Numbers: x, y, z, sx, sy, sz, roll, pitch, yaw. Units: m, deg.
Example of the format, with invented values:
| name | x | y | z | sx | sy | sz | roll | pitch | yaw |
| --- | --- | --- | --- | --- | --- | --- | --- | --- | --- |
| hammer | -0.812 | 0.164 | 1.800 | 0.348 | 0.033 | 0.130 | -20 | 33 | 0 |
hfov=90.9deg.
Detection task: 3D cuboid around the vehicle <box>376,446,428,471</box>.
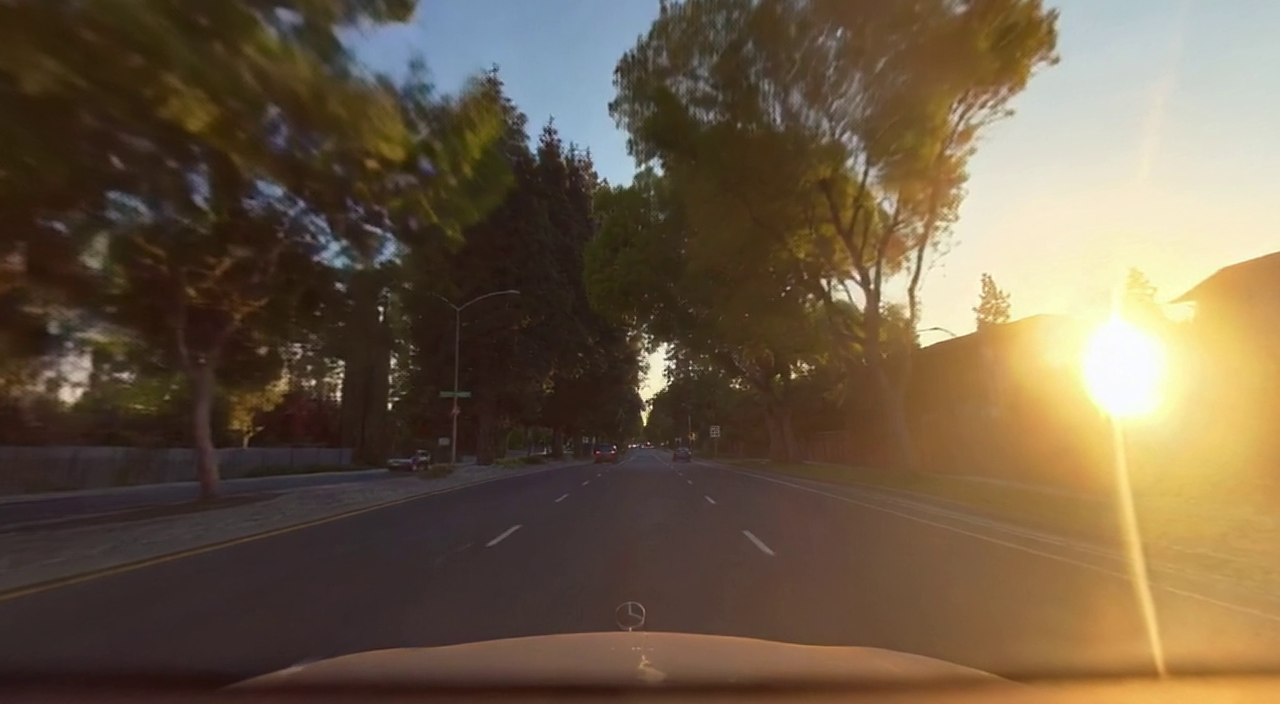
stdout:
| name | x | y | z | sx | sy | sz | roll | pitch | yaw |
| --- | --- | --- | --- | --- | --- | --- | --- | --- | --- |
| vehicle | -17.746 | 7.948 | 47.265 | 1.978 | 1.766 | 4.752 | 0 | -9 | 1 |
